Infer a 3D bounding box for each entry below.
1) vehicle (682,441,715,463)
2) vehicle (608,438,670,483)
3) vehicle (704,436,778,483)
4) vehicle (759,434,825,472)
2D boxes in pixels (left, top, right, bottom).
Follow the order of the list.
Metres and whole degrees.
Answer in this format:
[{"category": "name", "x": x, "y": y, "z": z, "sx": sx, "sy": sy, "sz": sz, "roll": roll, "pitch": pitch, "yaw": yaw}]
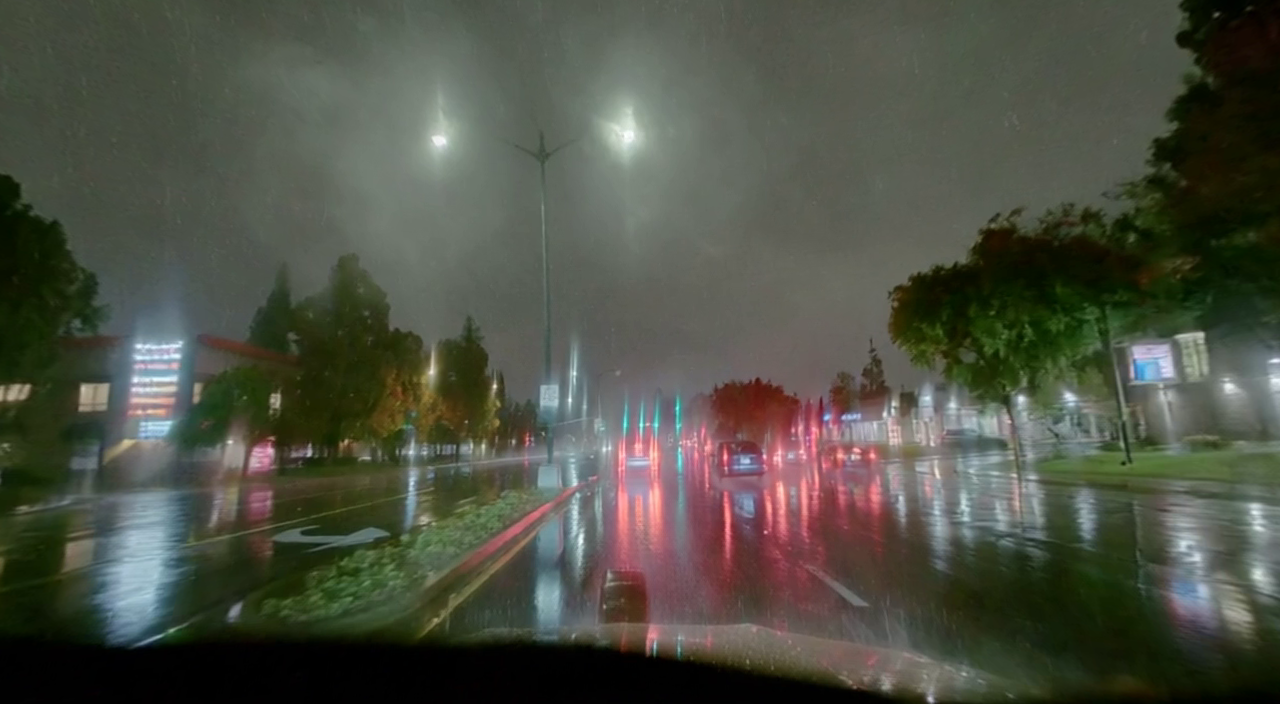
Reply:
[{"category": "vehicle", "x": 4.093, "y": 7.072, "z": 44.621, "sx": 1.862, "sy": 1.457, "sz": 4.204, "roll": 0, "pitch": -8, "yaw": 0}, {"category": "vehicle", "x": -0.046, "y": 3.932, "z": 23.209, "sx": 2.096, "sy": 1.473, "sz": 3.893, "roll": 0, "pitch": -8, "yaw": 0}, {"category": "vehicle", "x": 3.546, "y": 3.846, "z": 22.952, "sx": 1.988, "sy": 1.528, "sz": 4.144, "roll": 0, "pitch": -8, "yaw": 0}, {"category": "vehicle", "x": 7.289, "y": 4.905, "z": 30.751, "sx": 2.044, "sy": 1.701, "sz": 4.397, "roll": 0, "pitch": -8, "yaw": -1}]
